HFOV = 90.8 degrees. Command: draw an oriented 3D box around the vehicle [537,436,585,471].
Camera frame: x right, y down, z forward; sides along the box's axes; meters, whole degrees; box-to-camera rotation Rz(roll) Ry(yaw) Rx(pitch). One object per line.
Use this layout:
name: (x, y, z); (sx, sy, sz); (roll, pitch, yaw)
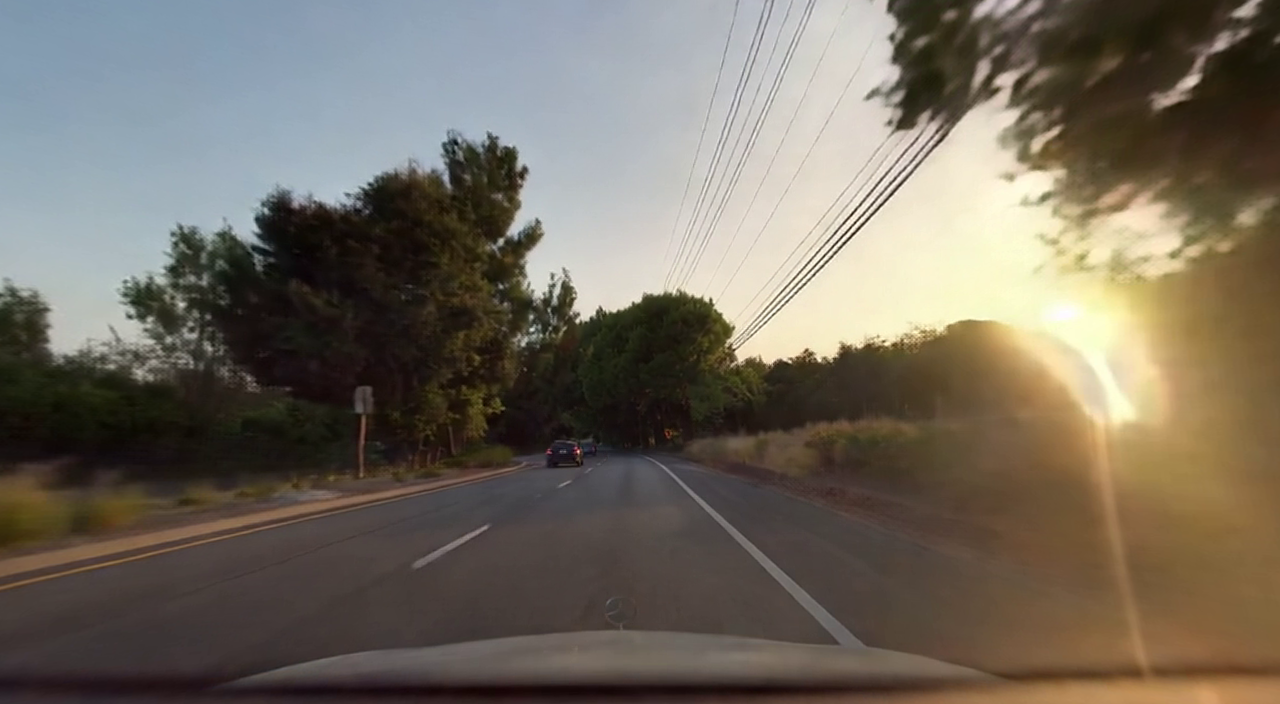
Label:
vehicle: (-4.566, 5.921, 37.192); (2.246, 1.885, 5.275); (0, -8, -1)
